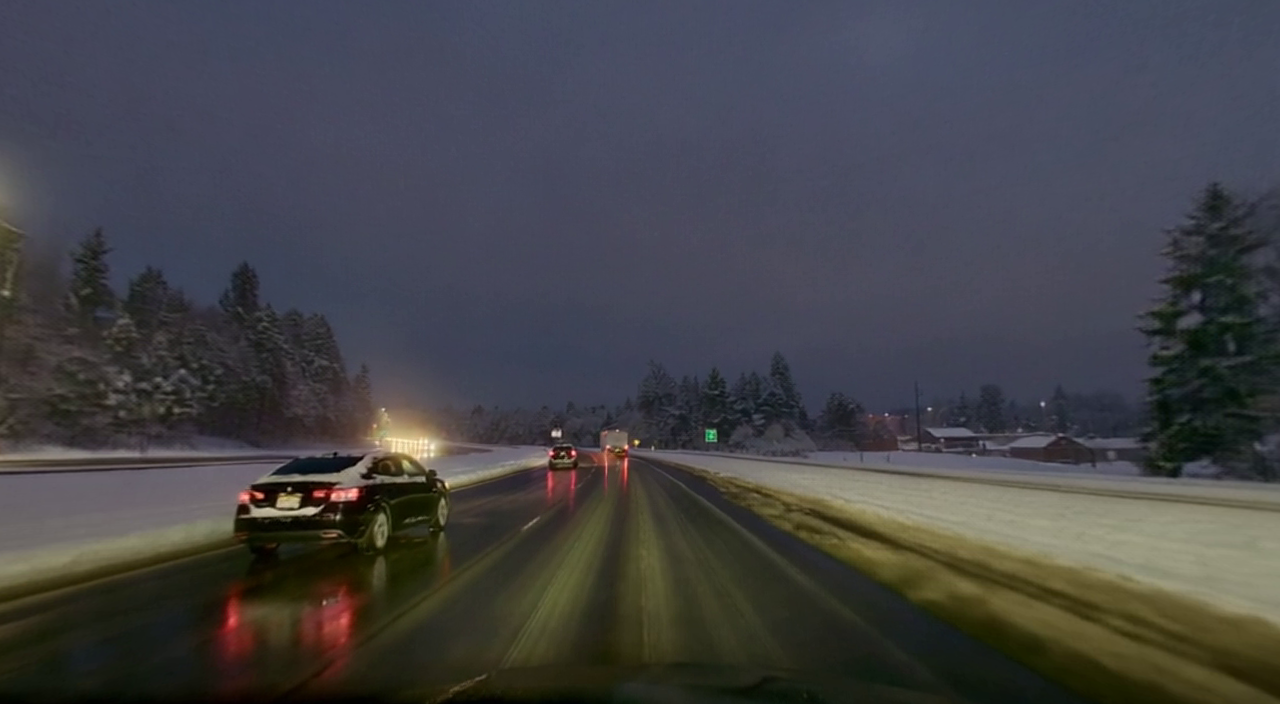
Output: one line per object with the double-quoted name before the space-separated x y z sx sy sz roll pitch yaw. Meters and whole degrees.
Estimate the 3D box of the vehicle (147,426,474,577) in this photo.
"vehicle" -3.975 1.878 8.782 2.012 1.510 4.672 0 -9 0

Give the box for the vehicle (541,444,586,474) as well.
"vehicle" -3.978 5.615 33.287 1.965 1.459 4.145 0 -9 -2
